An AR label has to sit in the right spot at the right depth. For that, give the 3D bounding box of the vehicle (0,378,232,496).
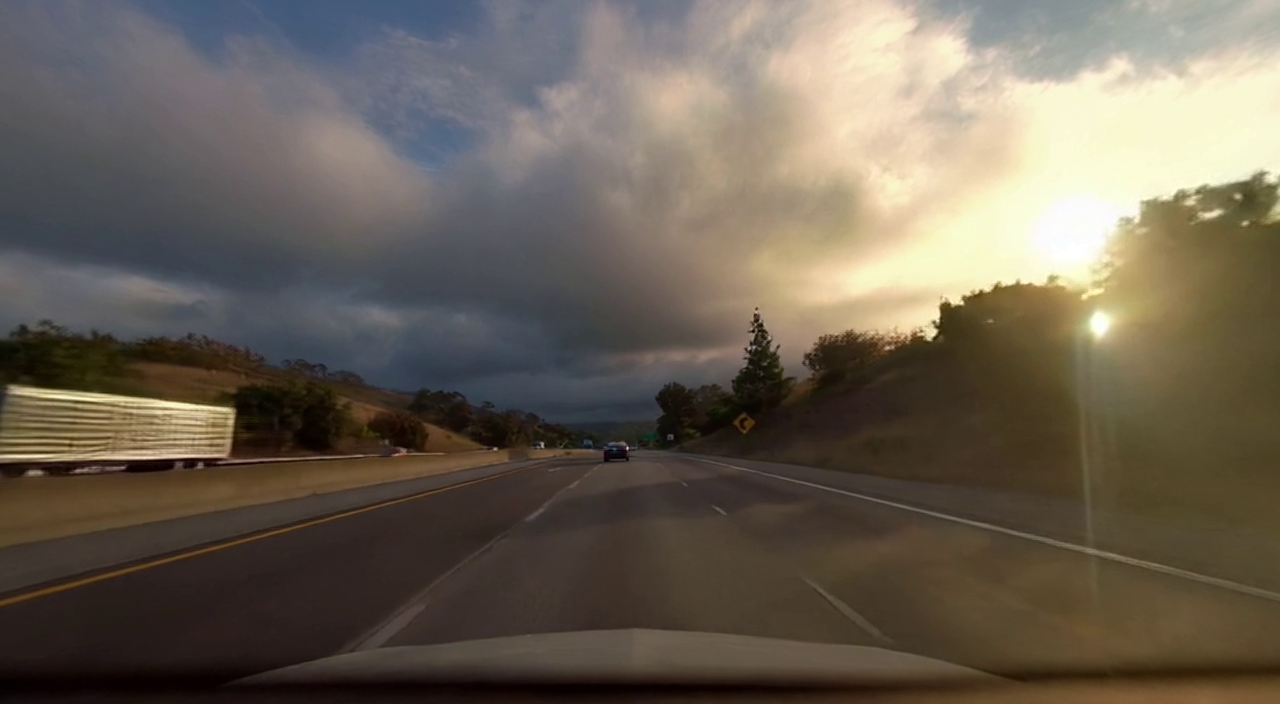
[{"bbox_3d":[-24.284,3.849,27.886,3.438,4.105,13.442,0,-8,0],"label":"vehicle"}]

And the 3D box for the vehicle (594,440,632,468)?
[{"bbox_3d":[-1.587,6.216,38.570,2.158,1.562,4.373,0,-8,0],"label":"vehicle"}]
